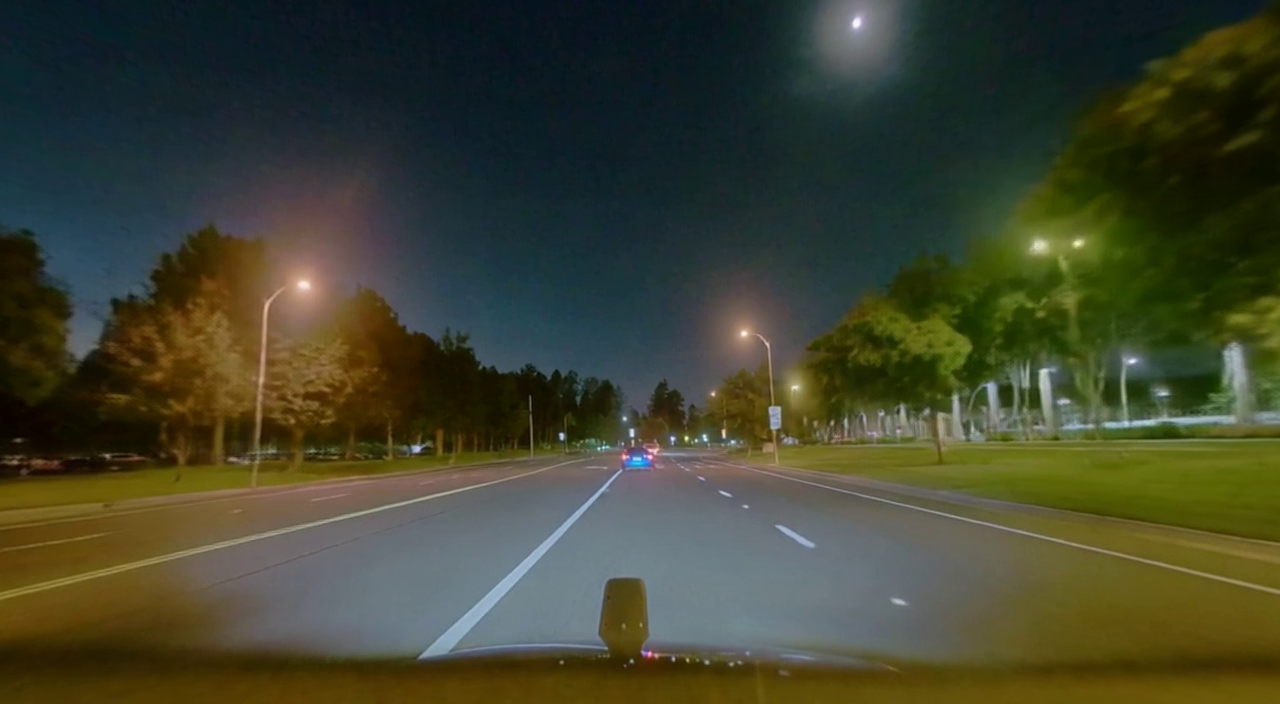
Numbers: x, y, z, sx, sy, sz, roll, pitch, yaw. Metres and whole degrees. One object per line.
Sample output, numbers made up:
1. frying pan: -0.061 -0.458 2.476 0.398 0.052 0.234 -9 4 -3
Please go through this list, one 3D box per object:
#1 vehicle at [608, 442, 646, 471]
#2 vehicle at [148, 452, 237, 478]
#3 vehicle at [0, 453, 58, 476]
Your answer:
1. vehicle: -0.703 5.785 35.264 1.978 1.499 3.915 0 -8 -1
2. vehicle: -30.238 7.620 42.744 4.577 1.467 1.955 -3 -8 -1
3. vehicle: -42.804 7.689 43.008 4.272 1.451 1.902 0 -8 -1
